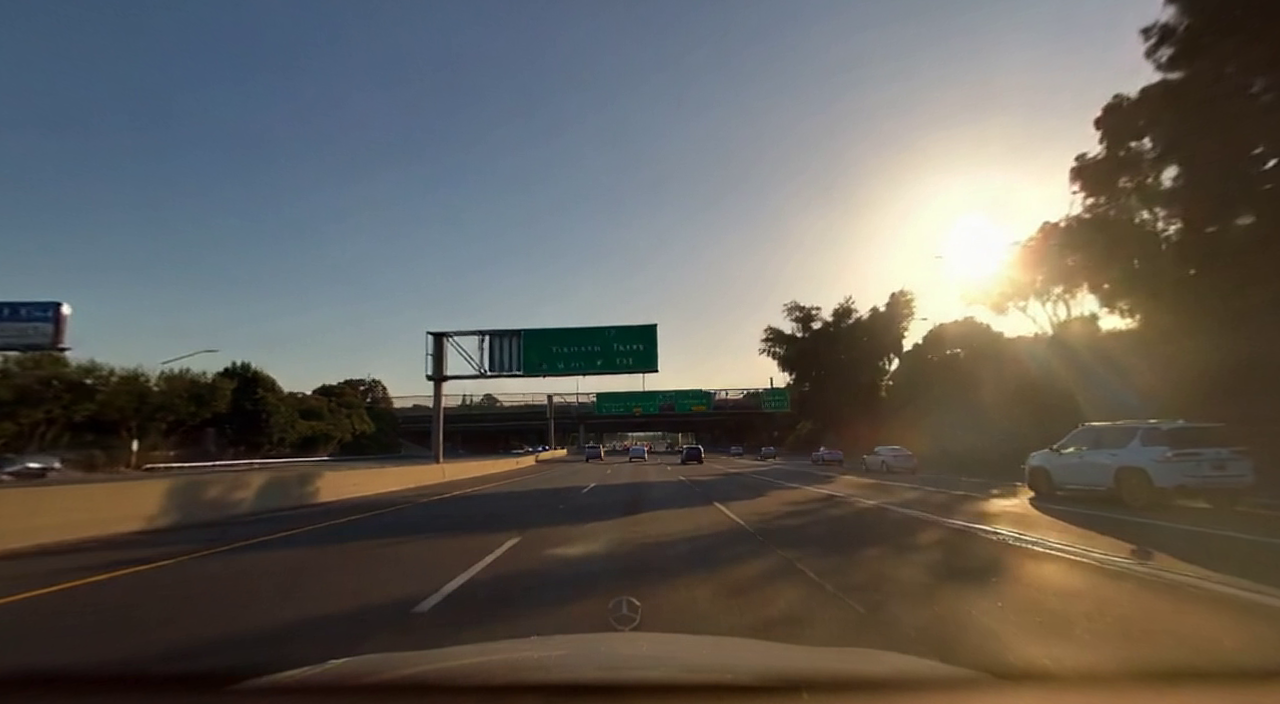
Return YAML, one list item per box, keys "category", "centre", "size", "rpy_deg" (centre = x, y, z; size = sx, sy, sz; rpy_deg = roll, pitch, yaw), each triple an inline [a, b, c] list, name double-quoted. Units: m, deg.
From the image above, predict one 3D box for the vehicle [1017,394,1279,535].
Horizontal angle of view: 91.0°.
- category: "vehicle"
  centre: [10.810, 2.240, 12.881]
  size: [2.442, 2.140, 6.462]
  rpy_deg: [0, -9, 3]

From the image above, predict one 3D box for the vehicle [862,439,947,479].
- category: "vehicle"
  centre: [12.686, 5.168, 30.622]
  size: [2.116, 1.754, 4.727]
  rpy_deg: [0, -9, 1]

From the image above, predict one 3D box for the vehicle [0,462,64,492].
- category: "vehicle"
  centre: [-41.740, 8.353, 42.391]
  size: [2.278, 1.859, 3.848]
  rpy_deg: [1, -9, -5]

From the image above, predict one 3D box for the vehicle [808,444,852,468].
- category: "vehicle"
  centre: [14.184, 7.777, 47.213]
  size: [2.020, 1.707, 4.424]
  rpy_deg: [0, -9, 1]

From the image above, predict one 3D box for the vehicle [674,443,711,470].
- category: "vehicle"
  centre: [3.605, 7.318, 44.211]
  size: [2.147, 1.794, 4.538]
  rpy_deg: [0, -9, 0]
